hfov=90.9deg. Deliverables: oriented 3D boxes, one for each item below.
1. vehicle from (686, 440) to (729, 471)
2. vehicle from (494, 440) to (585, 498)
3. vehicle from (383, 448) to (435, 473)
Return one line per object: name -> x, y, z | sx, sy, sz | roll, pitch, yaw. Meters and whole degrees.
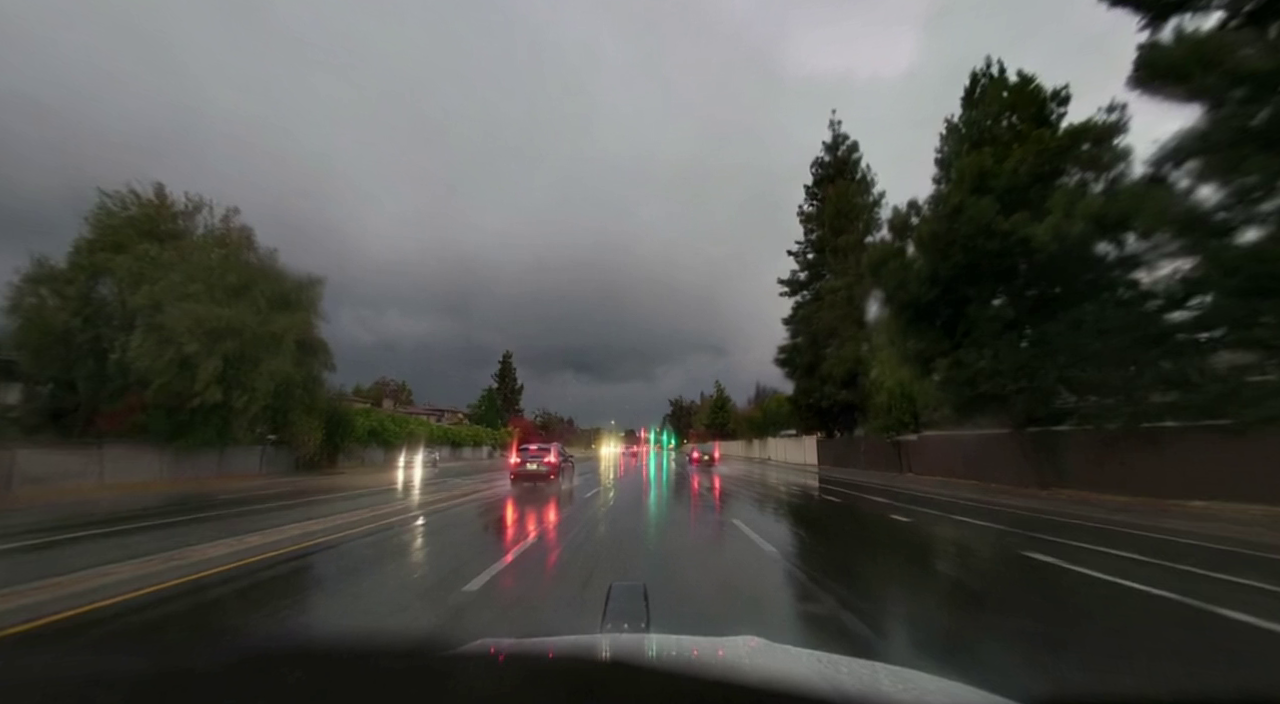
vehicle -> 4.154, 6.435, 39.414 | 2.114, 1.780, 4.445 | 0, -8, -1
vehicle -> -2.912, 3.481, 19.227 | 1.966, 1.524, 4.410 | 0, -8, 1
vehicle -> -16.908, 7.966, 46.370 | 2.012, 1.702, 4.458 | 0, -8, 2
